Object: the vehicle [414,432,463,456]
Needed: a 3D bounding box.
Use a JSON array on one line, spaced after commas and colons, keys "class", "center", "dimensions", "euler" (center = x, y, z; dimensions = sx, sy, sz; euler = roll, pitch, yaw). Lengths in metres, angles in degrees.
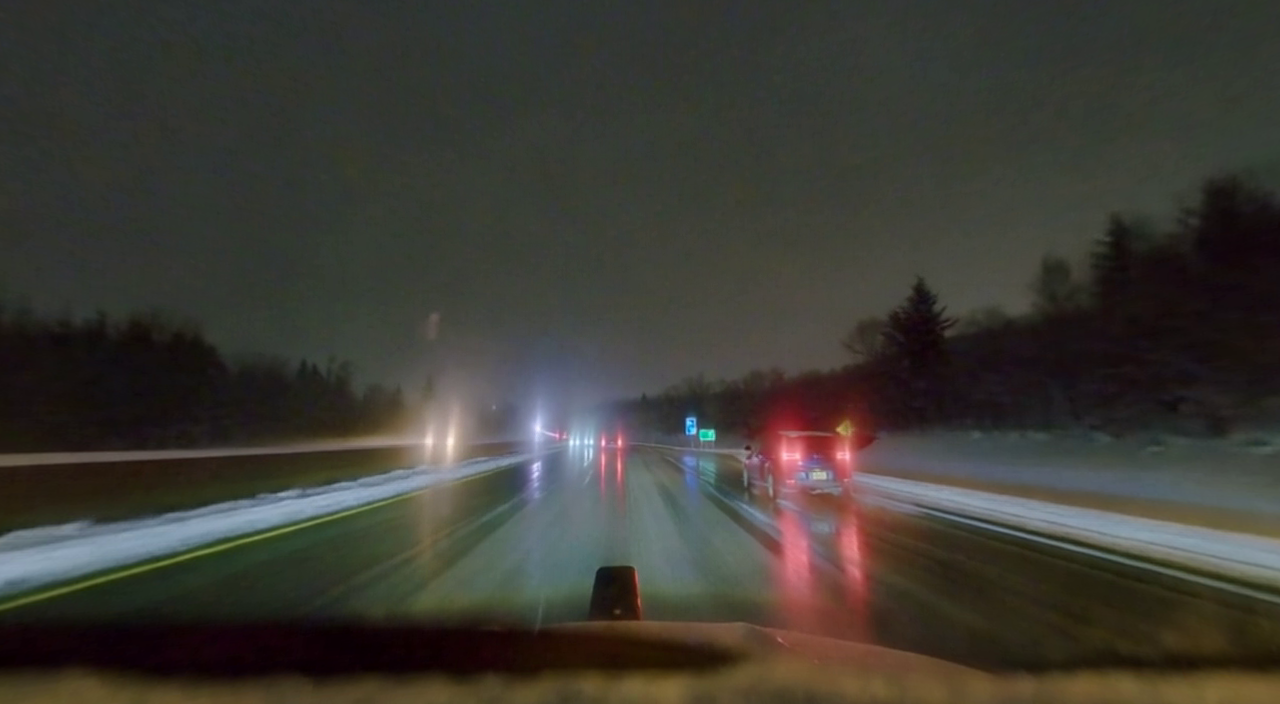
[{"class": "vehicle", "center": [-13.067, 5.983, 40.976], "dimensions": [1.851, 1.500, 4.375], "euler": [0, -8, -1]}]
